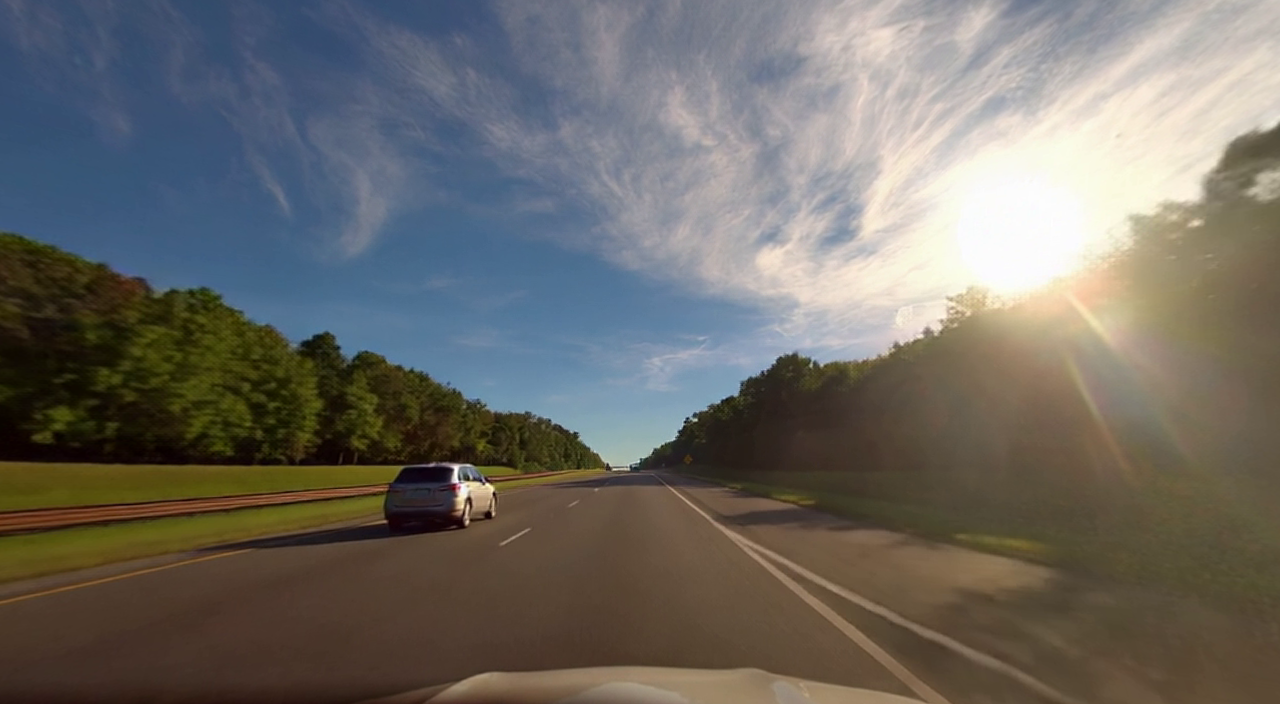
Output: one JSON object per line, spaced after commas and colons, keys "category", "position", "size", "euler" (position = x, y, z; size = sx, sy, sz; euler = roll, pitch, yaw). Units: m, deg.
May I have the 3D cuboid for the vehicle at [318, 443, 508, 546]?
{"category": "vehicle", "position": [-4.119, 2.717, 12.498], "size": [1.928, 1.593, 4.871], "euler": [1, -10, 0]}
